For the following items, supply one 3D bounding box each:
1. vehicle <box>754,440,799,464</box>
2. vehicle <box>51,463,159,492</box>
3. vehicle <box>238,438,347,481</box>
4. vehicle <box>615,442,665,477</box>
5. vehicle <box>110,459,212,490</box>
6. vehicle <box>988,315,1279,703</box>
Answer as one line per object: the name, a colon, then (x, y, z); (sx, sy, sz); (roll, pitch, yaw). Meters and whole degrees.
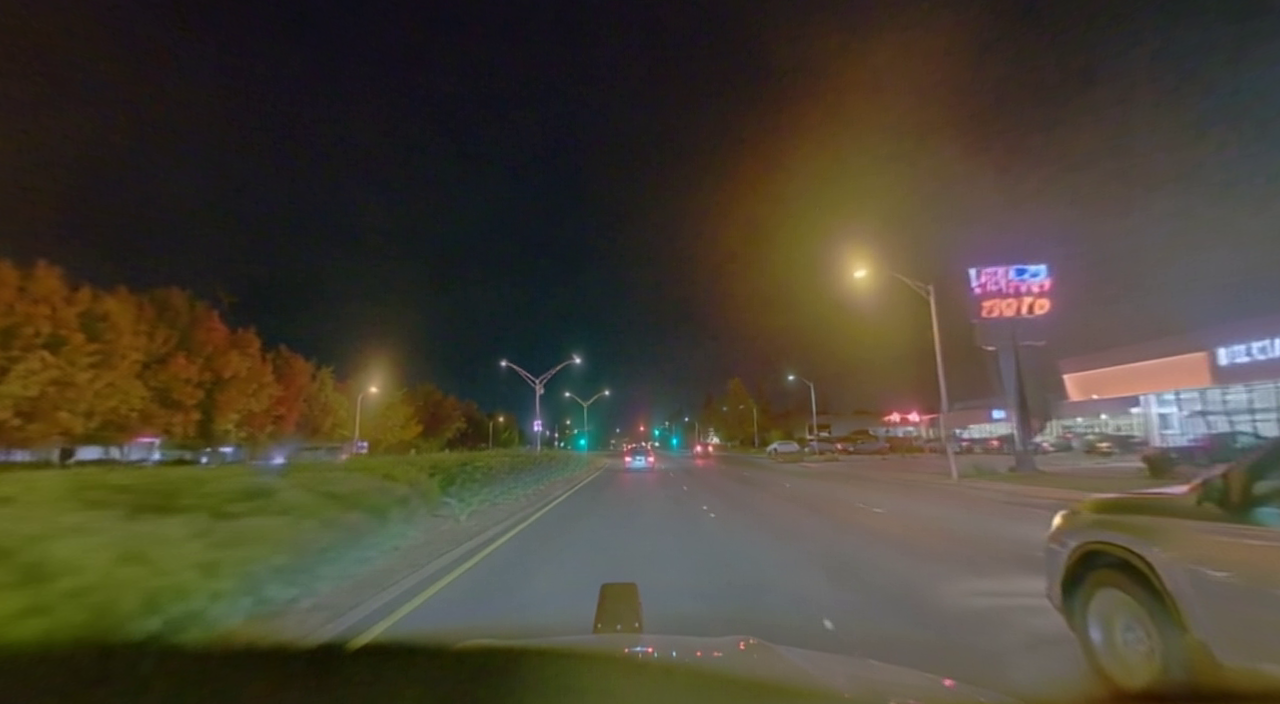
vehicle: (10.142, 7.456, 47.262); (2.079, 1.716, 4.771); (0, -9, -2)
vehicle: (-30.136, 7.049, 35.655); (4.309, 1.468, 2.014); (-1, -9, 2)
vehicle: (-16.994, 5.268, 31.330); (2.195, 1.911, 5.549); (0, -9, 0)
vehicle: (-0.013, 4.864, 28.871); (2.126, 1.475, 3.967); (0, -9, -1)
vehicle: (-29.064, 7.418, 38.418); (4.420, 1.628, 2.137); (-1, -9, -1)
vehicle: (3.200, 0.653, 1.587); (2.110, 1.698, 4.397); (0, -9, 0)
